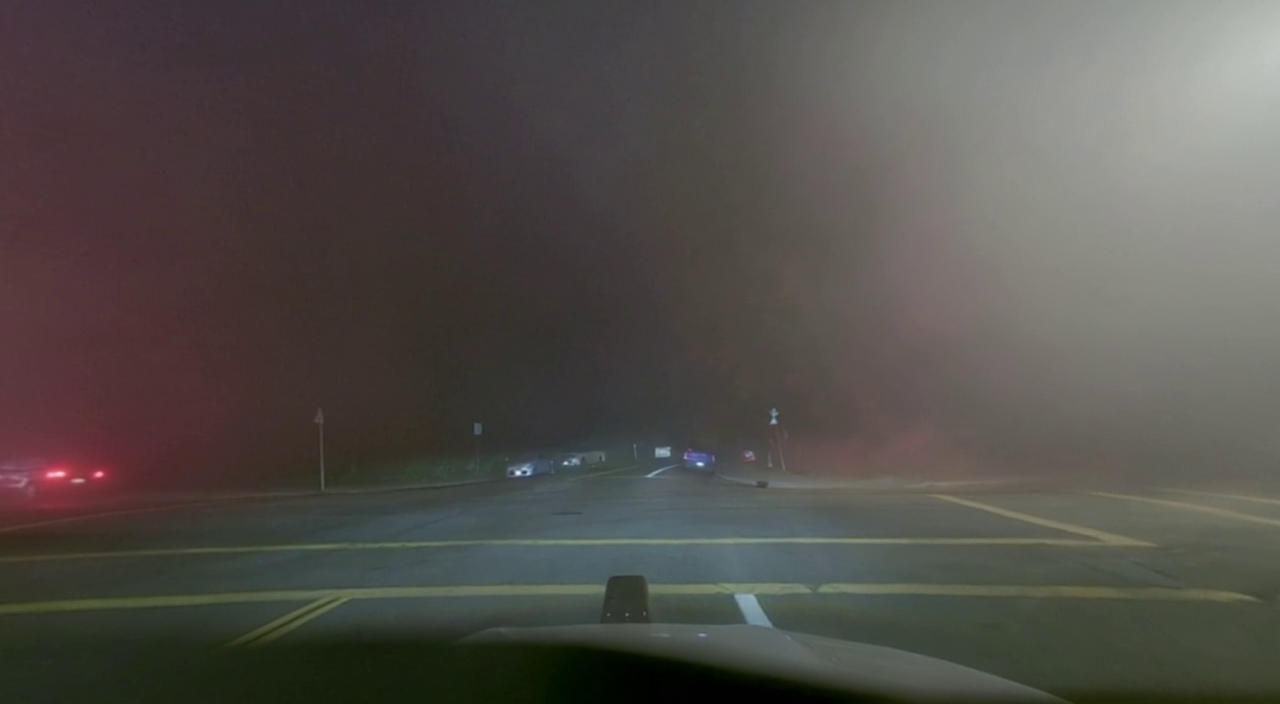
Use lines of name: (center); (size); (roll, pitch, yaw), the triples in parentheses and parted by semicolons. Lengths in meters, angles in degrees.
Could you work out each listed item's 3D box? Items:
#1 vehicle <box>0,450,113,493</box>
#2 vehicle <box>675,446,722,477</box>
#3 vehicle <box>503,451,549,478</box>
vehicle: (-26.781, 5.313, 28.265); (4.986, 1.796, 2.066); (-2, -8, 14)
vehicle: (2.952, 5.661, 32.885); (2.051, 1.461, 4.100); (0, -8, 0)
vehicle: (-6.882, 6.833, 38.523); (2.102, 1.507, 4.049); (0, -8, -1)
